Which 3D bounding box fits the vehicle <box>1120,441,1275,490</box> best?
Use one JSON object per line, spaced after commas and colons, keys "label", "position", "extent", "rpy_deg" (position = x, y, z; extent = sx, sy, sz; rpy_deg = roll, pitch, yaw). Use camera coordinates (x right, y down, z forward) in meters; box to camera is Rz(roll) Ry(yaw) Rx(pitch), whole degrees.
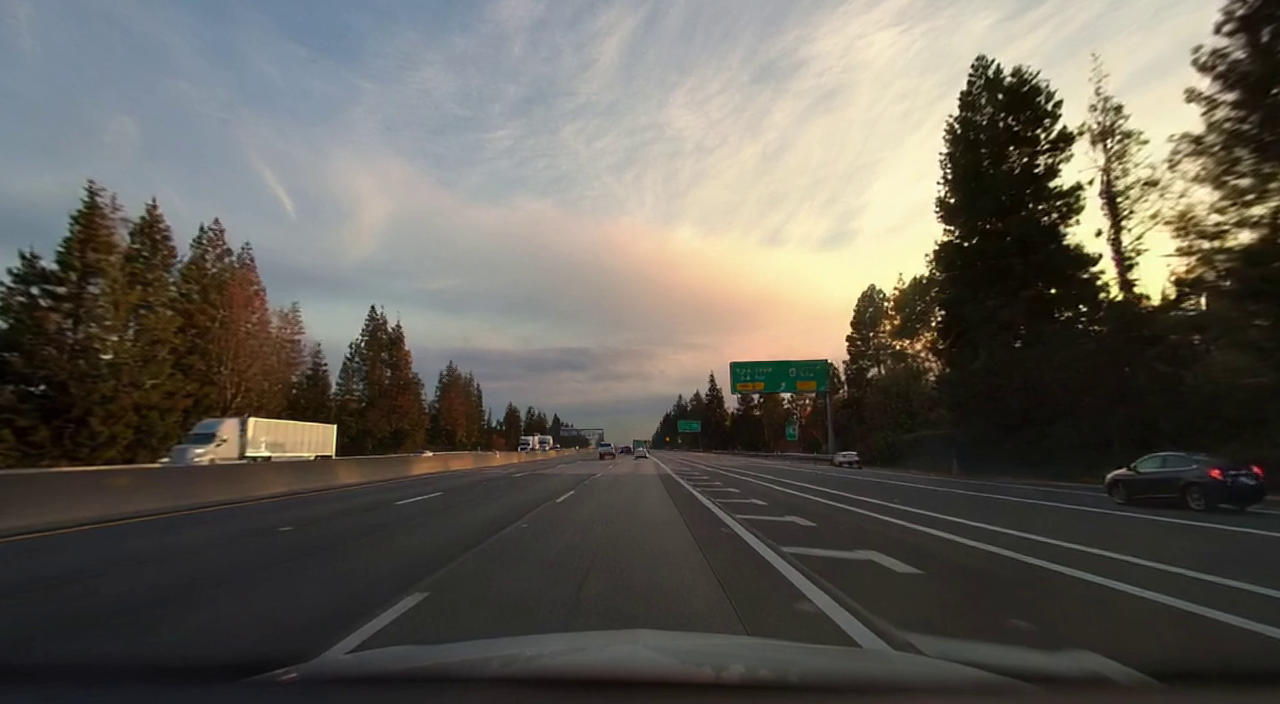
{"label": "vehicle", "position": [18.888, 3.834, 21.650], "extent": [1.927, 1.496, 3.915], "rpy_deg": [-1, -9, 6]}

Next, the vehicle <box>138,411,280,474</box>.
{"label": "vehicle", "position": [-29.701, 6.429, 44.366], "extent": [2.905, 3.853, 10.269], "rpy_deg": [0, -9, -2]}
